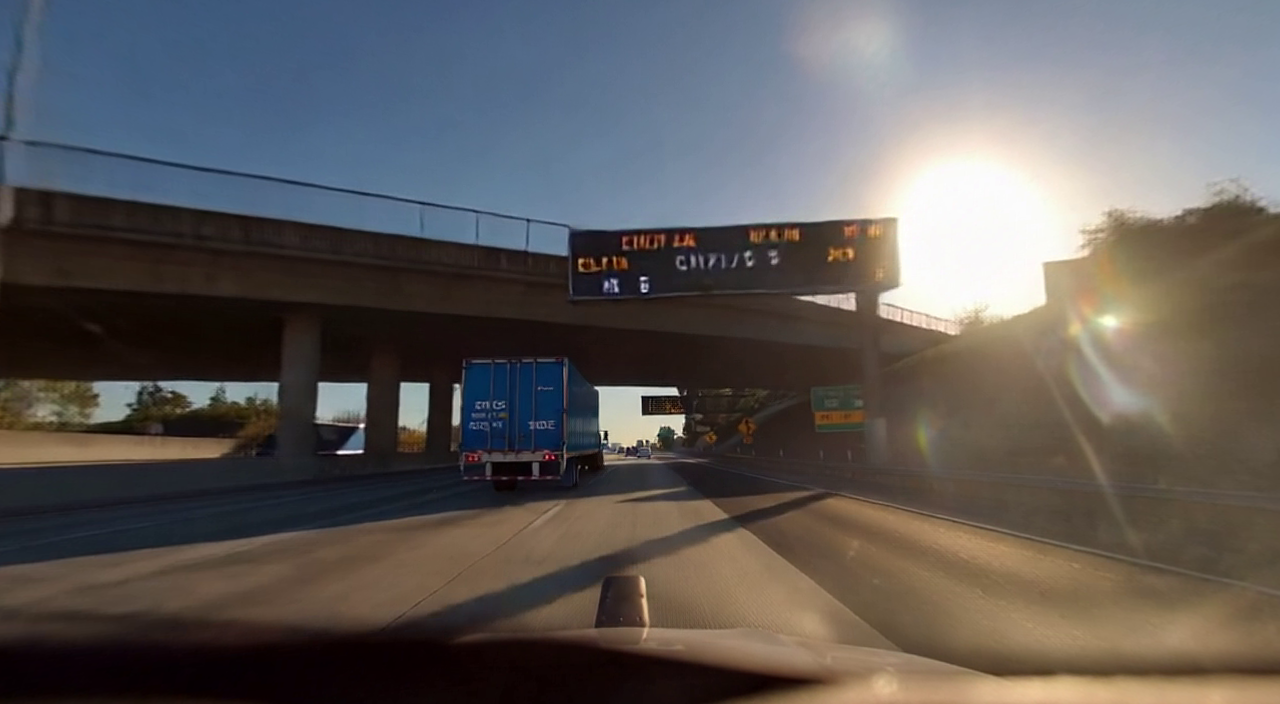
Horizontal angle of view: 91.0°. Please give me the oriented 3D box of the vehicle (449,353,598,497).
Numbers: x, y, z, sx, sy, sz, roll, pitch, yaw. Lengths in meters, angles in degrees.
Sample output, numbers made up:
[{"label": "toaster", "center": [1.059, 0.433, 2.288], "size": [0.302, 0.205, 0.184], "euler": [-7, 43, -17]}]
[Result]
[{"label": "vehicle", "center": [-3.566, 2.828, 22.967], "size": [3.059, 3.956, 11.036], "euler": [0, -9, 1]}]
